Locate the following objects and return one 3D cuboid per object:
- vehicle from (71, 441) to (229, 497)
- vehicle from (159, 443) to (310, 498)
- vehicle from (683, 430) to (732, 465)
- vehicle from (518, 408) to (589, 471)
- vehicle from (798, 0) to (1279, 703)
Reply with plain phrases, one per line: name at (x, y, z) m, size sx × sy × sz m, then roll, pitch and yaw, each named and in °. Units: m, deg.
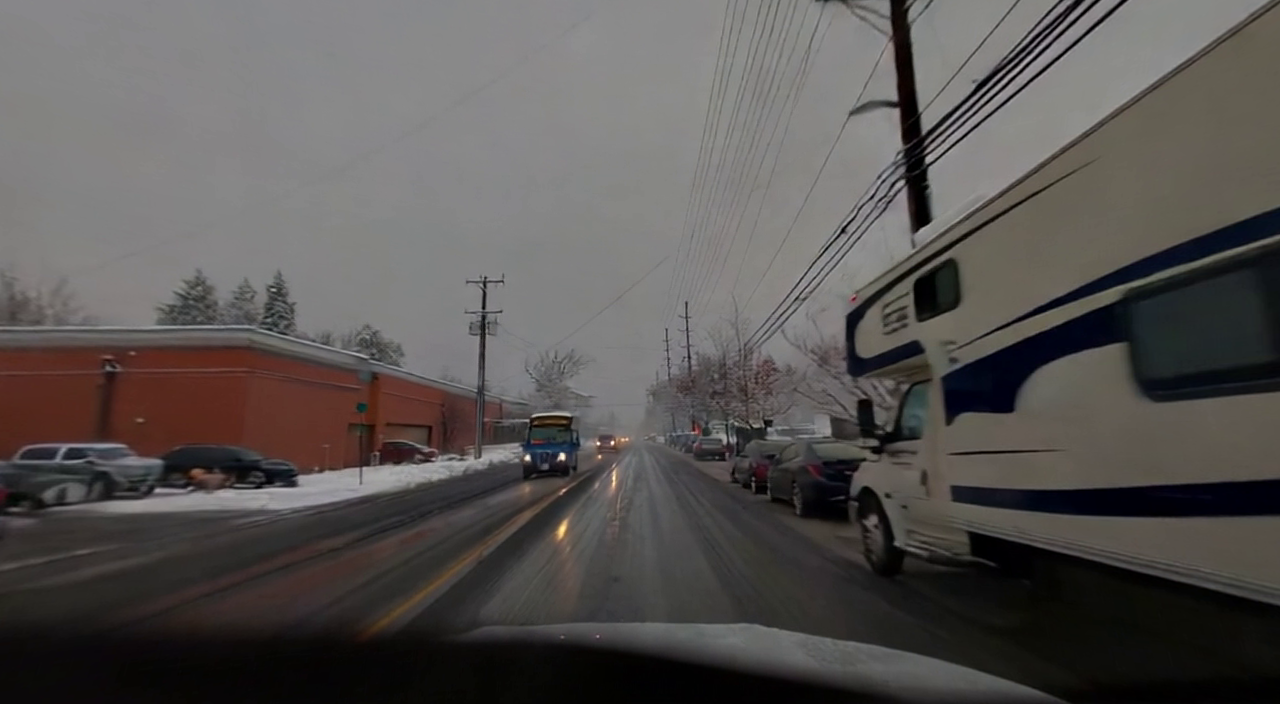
vehicle at (-14.954, 3.540, 19.595) m, size 1.895 × 1.537 × 3.790 m, roll 0°, pitch -8°, yaw -2°
vehicle at (-12.393, 3.603, 19.736) m, size 1.879 × 1.502 × 4.386 m, roll 0°, pitch -8°, yaw -1°
vehicle at (3.765, 5.450, 36.129) m, size 2.112 × 1.848 × 4.913 m, roll 0°, pitch -8°, yaw -2°
vehicle at (-3.728, 3.978, 28.703) m, size 2.280 × 2.522 × 6.402 m, roll 0°, pitch -8°, yaw 0°
vehicle at (3.831, 0.068, 4.163) m, size 3.029 × 3.860 × 7.726 m, roll -5°, pitch -10°, yaw -2°
